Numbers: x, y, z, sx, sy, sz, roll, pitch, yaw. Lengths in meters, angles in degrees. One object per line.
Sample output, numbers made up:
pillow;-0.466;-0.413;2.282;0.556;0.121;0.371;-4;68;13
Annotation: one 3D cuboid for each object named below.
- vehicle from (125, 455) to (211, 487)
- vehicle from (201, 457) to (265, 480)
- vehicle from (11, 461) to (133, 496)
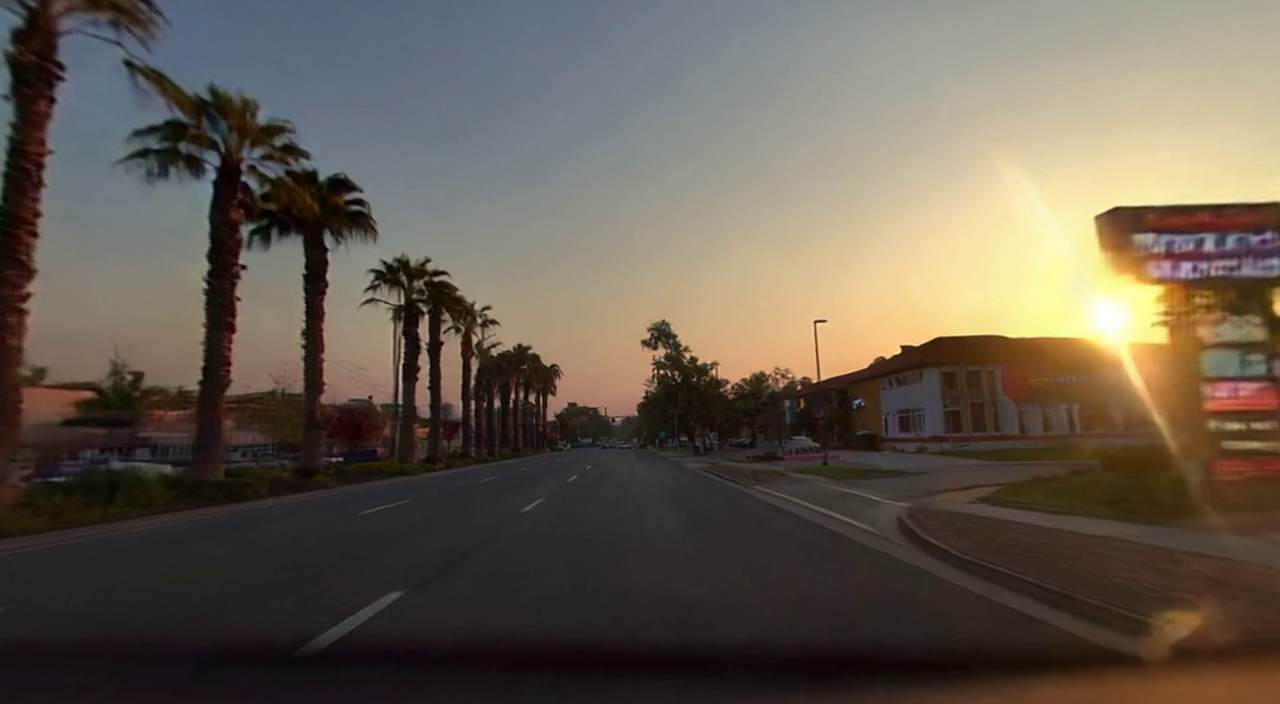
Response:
vehicle;-27.795;6.984;37.381;1.938;1.667;4.364;0;-9;-4
vehicle;-28.082;8.037;43.778;1.771;1.494;4.088;0;-9;-1
vehicle;-27.622;6.155;30.970;1.807;1.446;4.605;0;-9;-2
